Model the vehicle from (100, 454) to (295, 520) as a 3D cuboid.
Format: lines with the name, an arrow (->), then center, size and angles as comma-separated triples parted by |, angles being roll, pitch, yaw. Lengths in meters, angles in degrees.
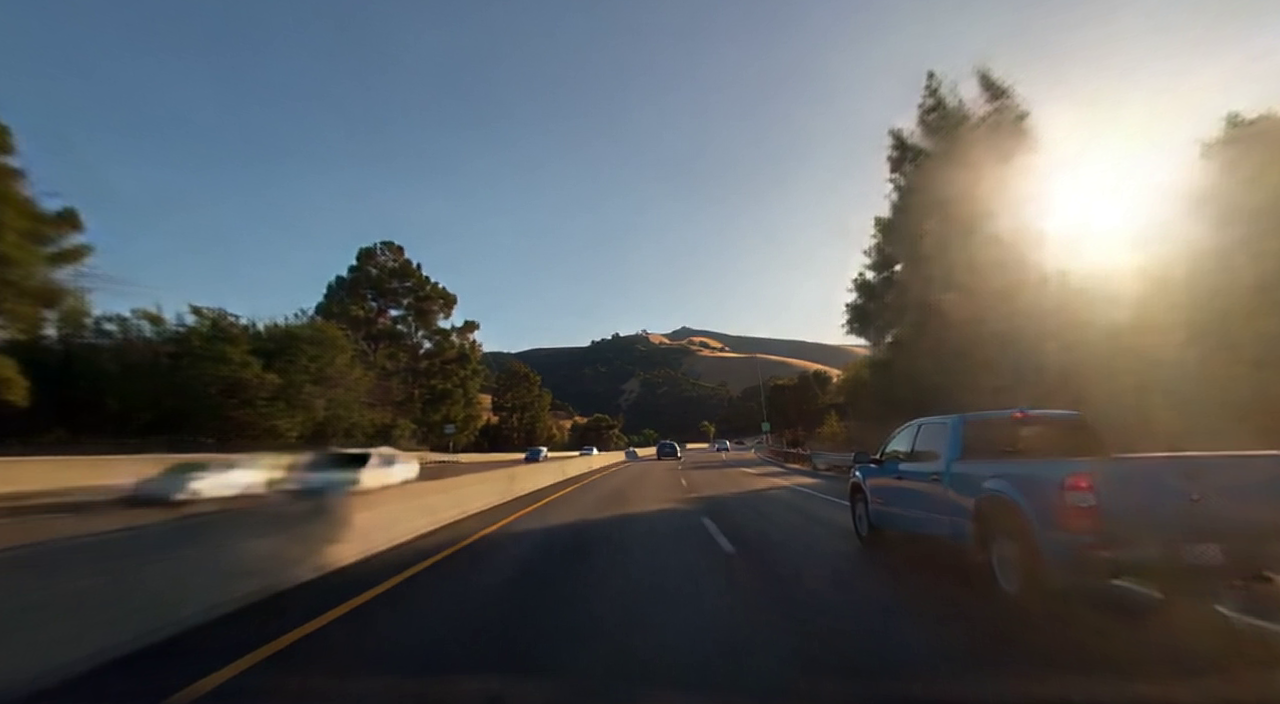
vehicle -> -11.531, 3.511, 16.969 | 1.879, 1.455, 4.538 | 0, -9, 1

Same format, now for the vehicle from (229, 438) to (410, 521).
vehicle -> -7.872, 3.143, 16.169 | 2.041, 1.776, 4.570 | -1, -9, 3

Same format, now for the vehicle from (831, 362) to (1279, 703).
vehicle -> 3.553, 1.268, 5.656 | 2.151, 1.744, 4.709 | 0, -9, -1
